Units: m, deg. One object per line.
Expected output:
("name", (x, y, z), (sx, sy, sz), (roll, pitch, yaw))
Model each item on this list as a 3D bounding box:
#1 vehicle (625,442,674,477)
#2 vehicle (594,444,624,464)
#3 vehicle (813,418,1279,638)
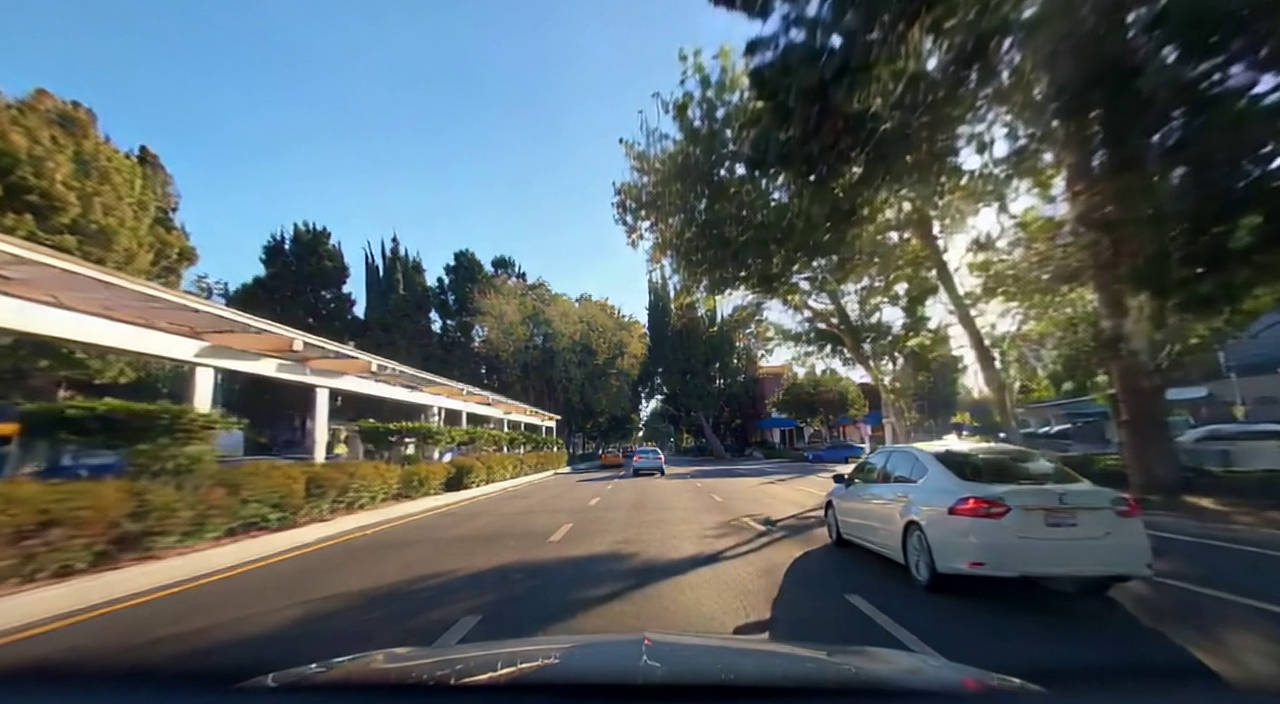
("vehicle", (0.422, 5.016, 29.723), (2.144, 1.505, 4.128), (0, -8, 0))
("vehicle", (-2.393, 8.009, 49.555), (2.036, 1.481, 4.151), (0, -8, 1))
("vehicle", (3.453, 1.537, 6.582), (2.067, 1.497, 4.327), (0, -8, 0))
